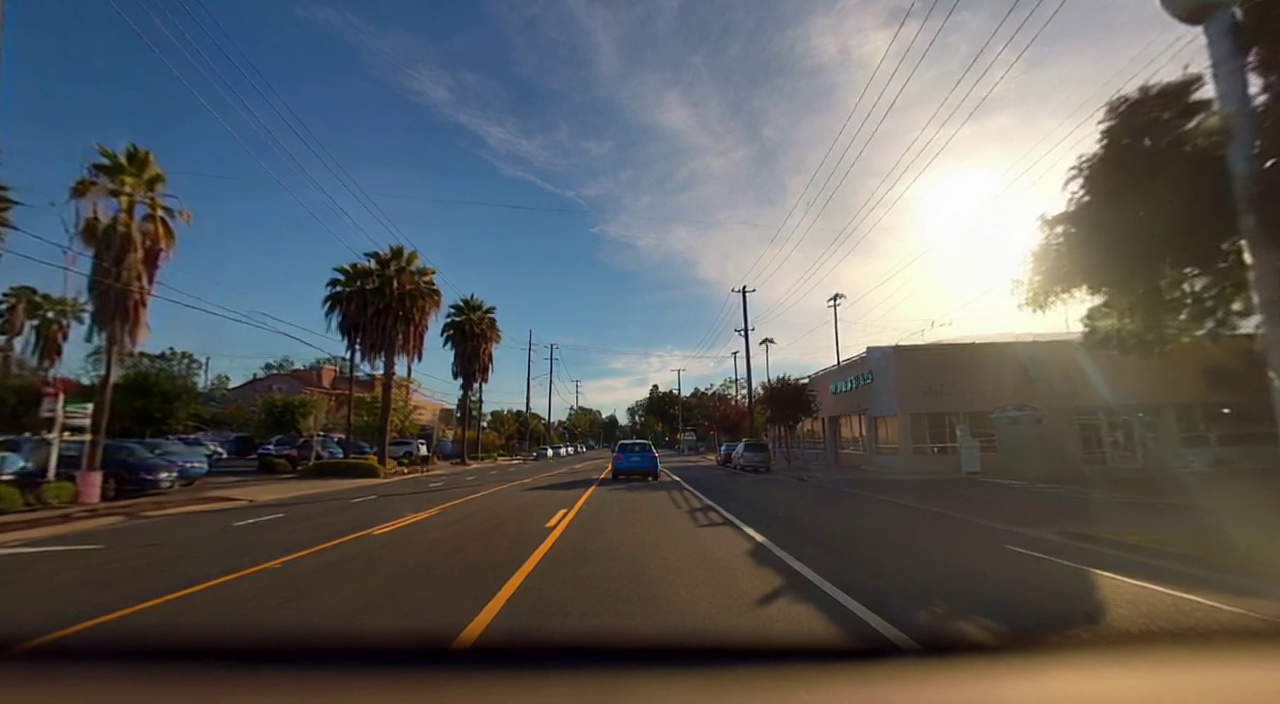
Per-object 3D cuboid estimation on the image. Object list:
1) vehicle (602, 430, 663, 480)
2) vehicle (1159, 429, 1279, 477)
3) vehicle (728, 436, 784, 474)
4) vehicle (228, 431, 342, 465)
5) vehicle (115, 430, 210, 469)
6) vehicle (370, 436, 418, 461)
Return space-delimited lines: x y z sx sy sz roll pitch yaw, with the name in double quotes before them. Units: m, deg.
"vehicle" -0.313 4.145 25.600 2.264 1.798 4.563 0 -8 -1
"vehicle" 20.218 3.276 20.584 4.707 1.461 1.994 0 -8 -2
"vehicle" 5.844 5.228 32.276 1.945 1.791 4.460 0 -8 0
"vehicle" -19.176 5.183 34.156 4.976 1.741 1.986 7 -11 -40
"vehicle" -22.144 4.520 29.415 1.860 1.656 4.483 2 -8 -14
"vehicle" -17.762 6.991 45.721 2.084 1.678 4.707 1 -8 -7
